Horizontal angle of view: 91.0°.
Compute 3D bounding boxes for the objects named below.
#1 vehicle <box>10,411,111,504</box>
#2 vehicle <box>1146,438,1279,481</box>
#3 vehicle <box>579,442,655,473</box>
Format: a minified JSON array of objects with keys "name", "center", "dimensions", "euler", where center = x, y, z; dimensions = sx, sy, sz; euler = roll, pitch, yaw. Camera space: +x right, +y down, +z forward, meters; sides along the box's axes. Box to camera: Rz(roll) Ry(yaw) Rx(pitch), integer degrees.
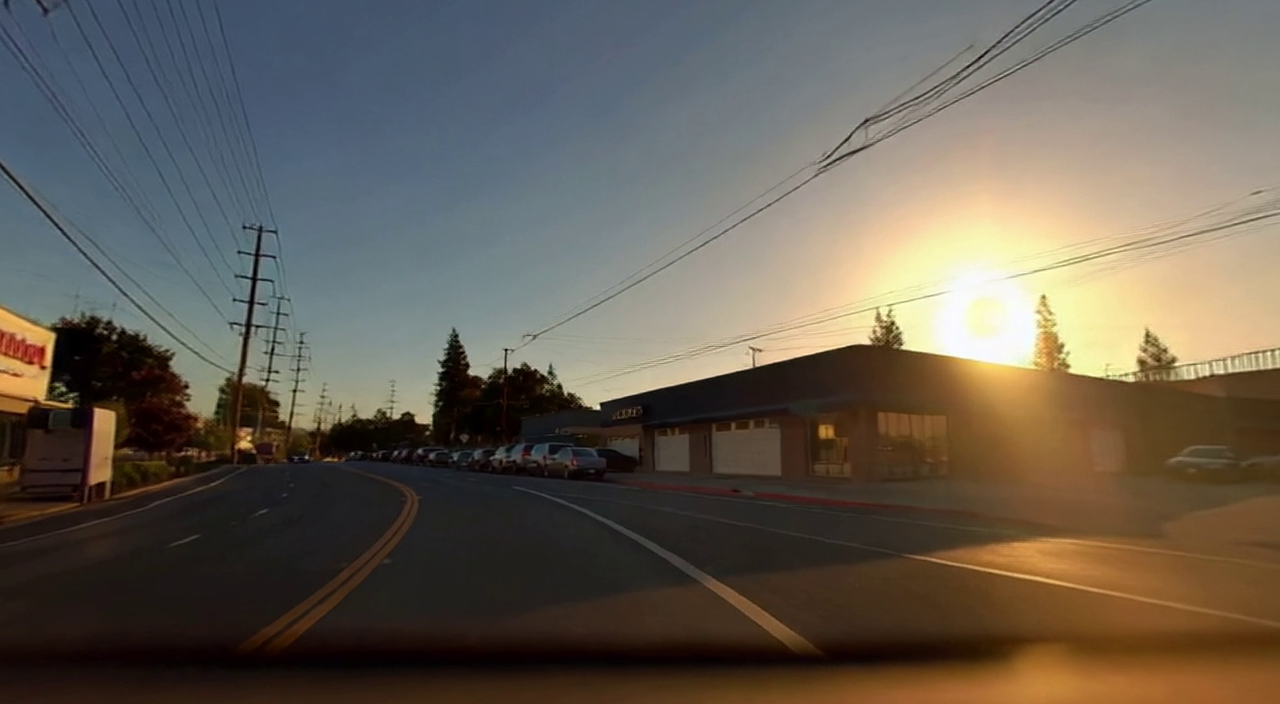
[{"name":"vehicle","center":[-19.320,3.457,21.137],"dimensions":[1.716,2.808,3.001],"euler":[3,-8,-30]},{"name":"vehicle","center":[21.737,3.918,23.096],"dimensions":[4.454,1.504,1.970],"euler":[-1,-8,6]},{"name":"vehicle","center":[-1.165,5.699,34.218],"dimensions":[2.074,1.526,4.853],"euler":[-4,-9,26]}]
